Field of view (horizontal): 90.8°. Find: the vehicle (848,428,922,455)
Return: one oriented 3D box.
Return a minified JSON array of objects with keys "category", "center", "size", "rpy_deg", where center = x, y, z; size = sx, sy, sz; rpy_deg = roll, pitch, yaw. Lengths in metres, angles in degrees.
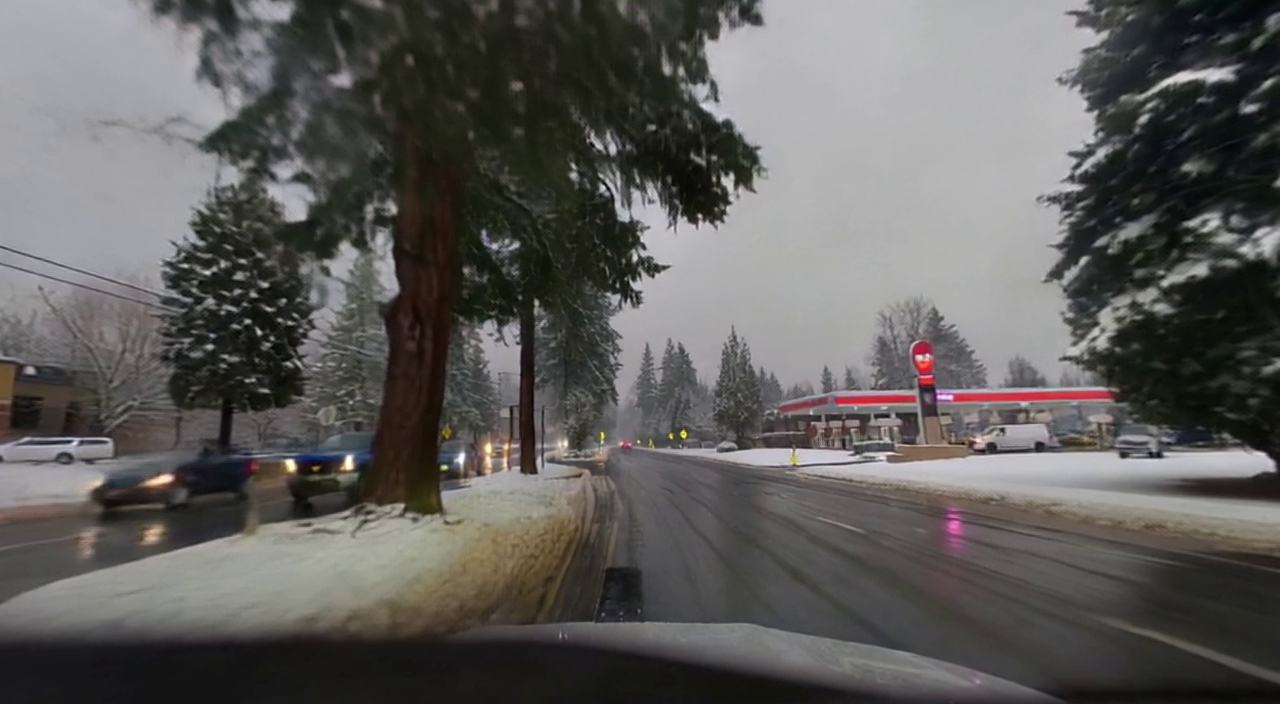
[{"category":"vehicle","center":[17.754,6.485,45.921],"size":[4.422,1.586,1.990],"rpy_deg":[-4,-6,-2]}]

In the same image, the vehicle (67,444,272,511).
[{"category":"vehicle","center":[-11.791,3.129,16.334],"size":[1.950,1.471,4.557],"rpy_deg":[0,-9,-3]}]

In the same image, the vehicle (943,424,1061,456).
[{"category":"vehicle","center":[19.004,4.665,33.370],"size":[4.868,1.610,2.223],"rpy_deg":[0,-9,-2]}]

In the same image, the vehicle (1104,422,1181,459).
[{"category":"vehicle","center":[21.445,3.800,26.889],"size":[4.557,1.434,1.916],"rpy_deg":[8,-12,-44]}]

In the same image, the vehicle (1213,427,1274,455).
[{"category":"vehicle","center":[32.638,4.833,34.246],"size":[1.894,1.434,4.308],"rpy_deg":[-7,-11,38]}]

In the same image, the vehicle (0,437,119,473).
[{"category":"vehicle","center":[-28.872,5.048,31.200],"size":[4.390,1.665,1.934],"rpy_deg":[4,-10,-27]}]

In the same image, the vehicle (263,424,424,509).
[{"category":"vehicle","center":[-7.001,2.740,15.575],"size":[1.987,1.747,4.545],"rpy_deg":[0,-9,-4]}]

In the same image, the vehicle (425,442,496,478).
[{"category":"vehicle","center":[-7.841,4.733,28.012],"size":[1.982,1.465,4.376],"rpy_deg":[0,-9,-2]}]

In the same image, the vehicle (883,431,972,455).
[{"category":"vehicle","center":[18.658,5.941,41.156],"size":[4.800,1.459,2.051],"rpy_deg":[1,-9,-5]}]
